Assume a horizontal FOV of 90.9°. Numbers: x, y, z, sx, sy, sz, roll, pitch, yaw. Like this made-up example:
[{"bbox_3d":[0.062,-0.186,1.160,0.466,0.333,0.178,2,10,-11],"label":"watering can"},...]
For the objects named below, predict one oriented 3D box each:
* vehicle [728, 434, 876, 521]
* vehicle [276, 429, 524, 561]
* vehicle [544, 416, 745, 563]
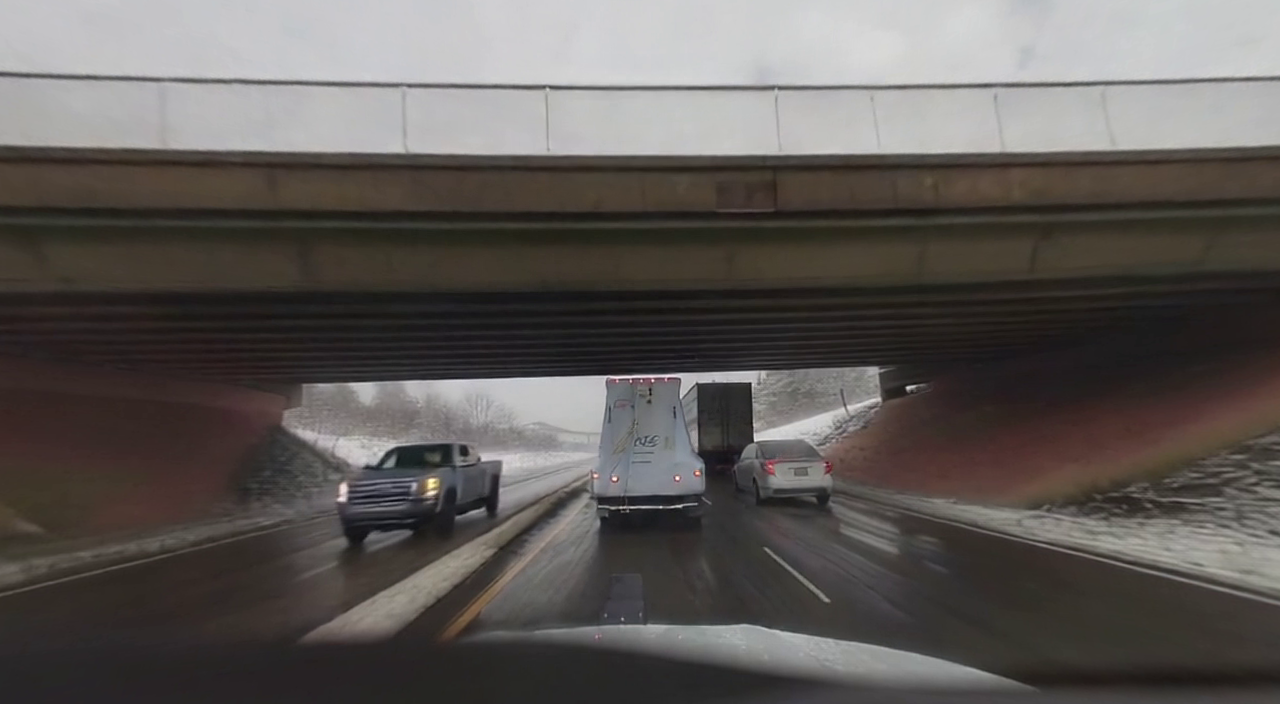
[{"bbox_3d":[3.161,2.554,13.233,1.972,1.505,3.946,0,-9,-1],"label":"vehicle"},{"bbox_3d":[-3.323,2.083,9.868,2.122,1.569,4.294,-1,-9,1],"label":"vehicle"},{"bbox_3d":[0.065,1.877,9.213,2.256,1.615,4.114,-1,-9,1],"label":"vehicle"}]
